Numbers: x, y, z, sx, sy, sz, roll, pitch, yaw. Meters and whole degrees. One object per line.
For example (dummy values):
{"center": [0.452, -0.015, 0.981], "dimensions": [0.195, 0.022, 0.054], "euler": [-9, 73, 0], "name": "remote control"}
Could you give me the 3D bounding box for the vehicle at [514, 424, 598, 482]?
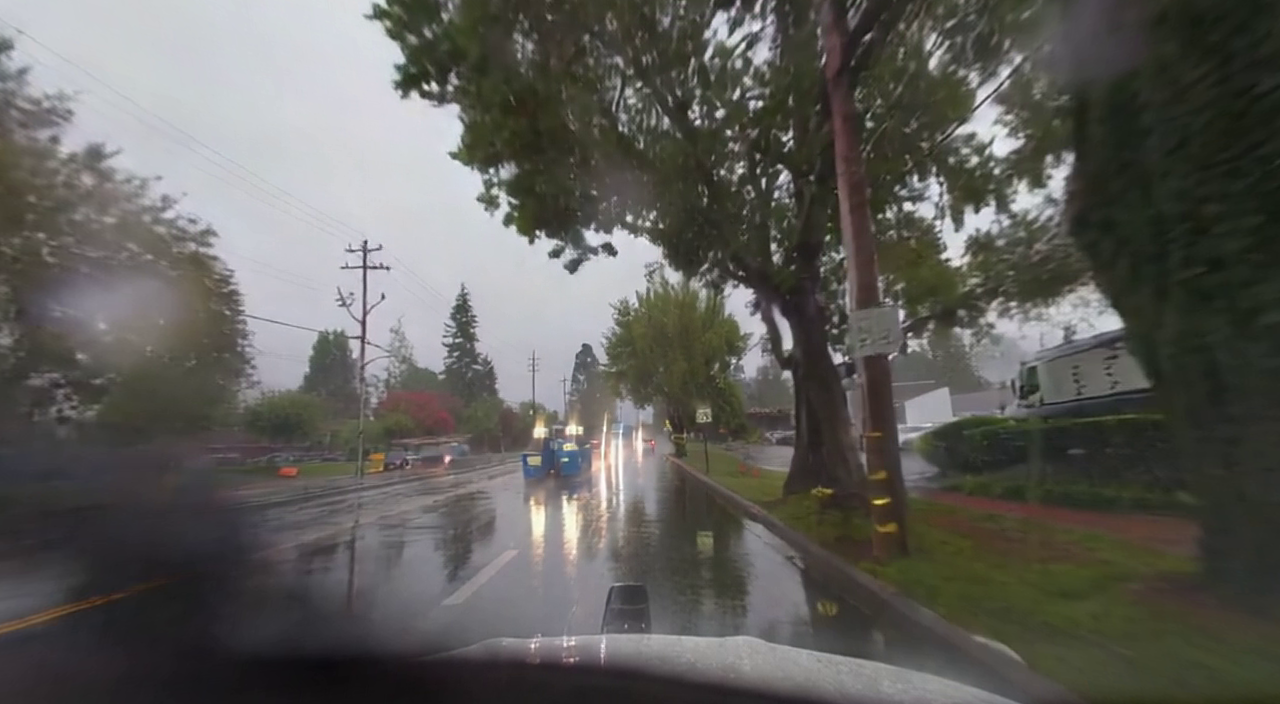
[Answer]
{"center": [-2.840, 3.599, 22.694], "dimensions": [2.180, 1.818, 5.117], "euler": [0, -8, 2], "name": "vehicle"}
